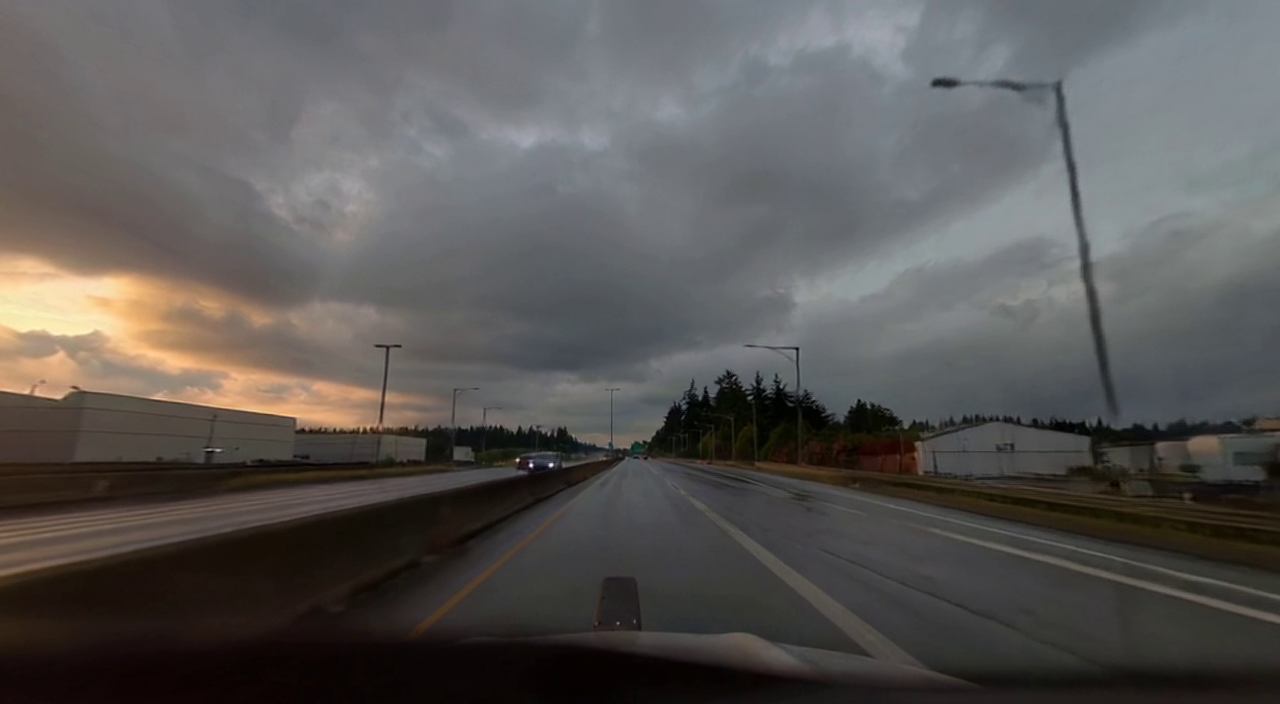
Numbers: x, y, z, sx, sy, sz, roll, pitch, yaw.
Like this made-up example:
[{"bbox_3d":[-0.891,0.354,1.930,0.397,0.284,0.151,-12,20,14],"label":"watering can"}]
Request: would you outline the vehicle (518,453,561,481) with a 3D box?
[{"bbox_3d":[-6.068,6.995,38.422,1.918,1.590,4.225,-1,-9,0],"label":"vehicle"}]
